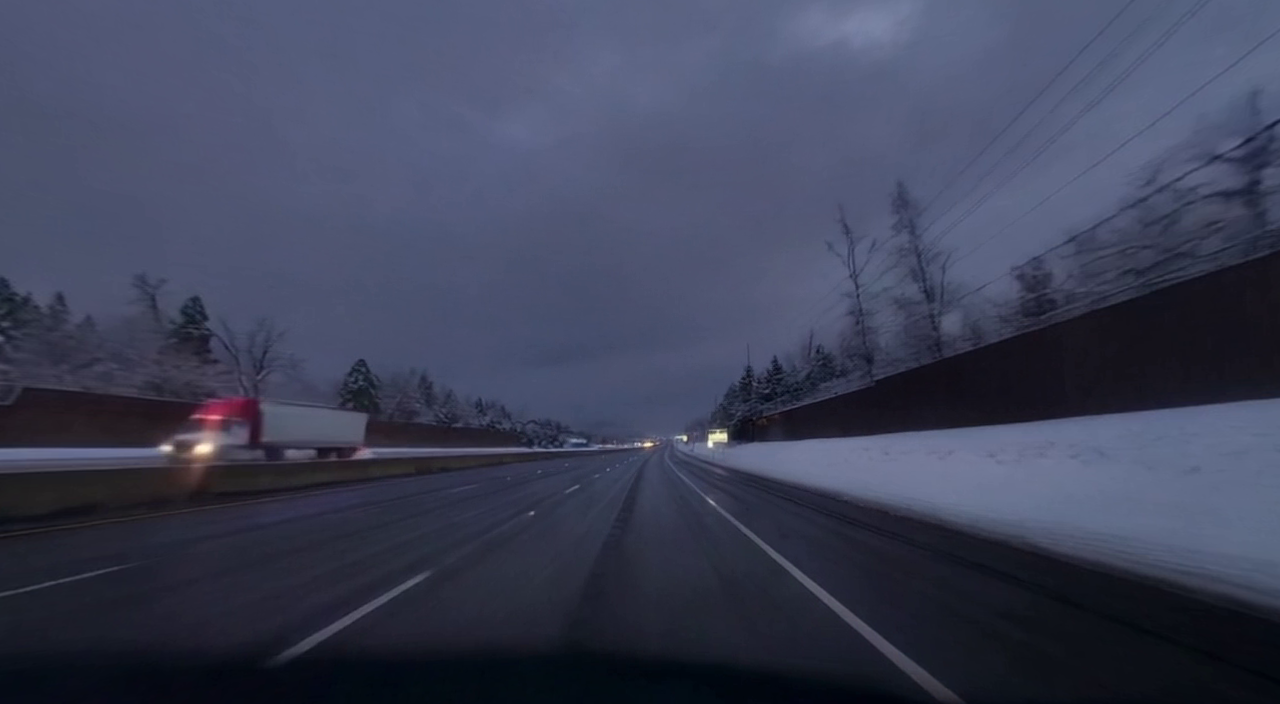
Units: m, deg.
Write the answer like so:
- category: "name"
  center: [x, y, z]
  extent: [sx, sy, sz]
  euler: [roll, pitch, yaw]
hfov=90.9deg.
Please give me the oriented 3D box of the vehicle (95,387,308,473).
- category: "vehicle"
  center: [-22.844, 4.377, 34.255]
  extent: [2.992, 3.863, 11.569]
  euler: [0, -9, 1]
